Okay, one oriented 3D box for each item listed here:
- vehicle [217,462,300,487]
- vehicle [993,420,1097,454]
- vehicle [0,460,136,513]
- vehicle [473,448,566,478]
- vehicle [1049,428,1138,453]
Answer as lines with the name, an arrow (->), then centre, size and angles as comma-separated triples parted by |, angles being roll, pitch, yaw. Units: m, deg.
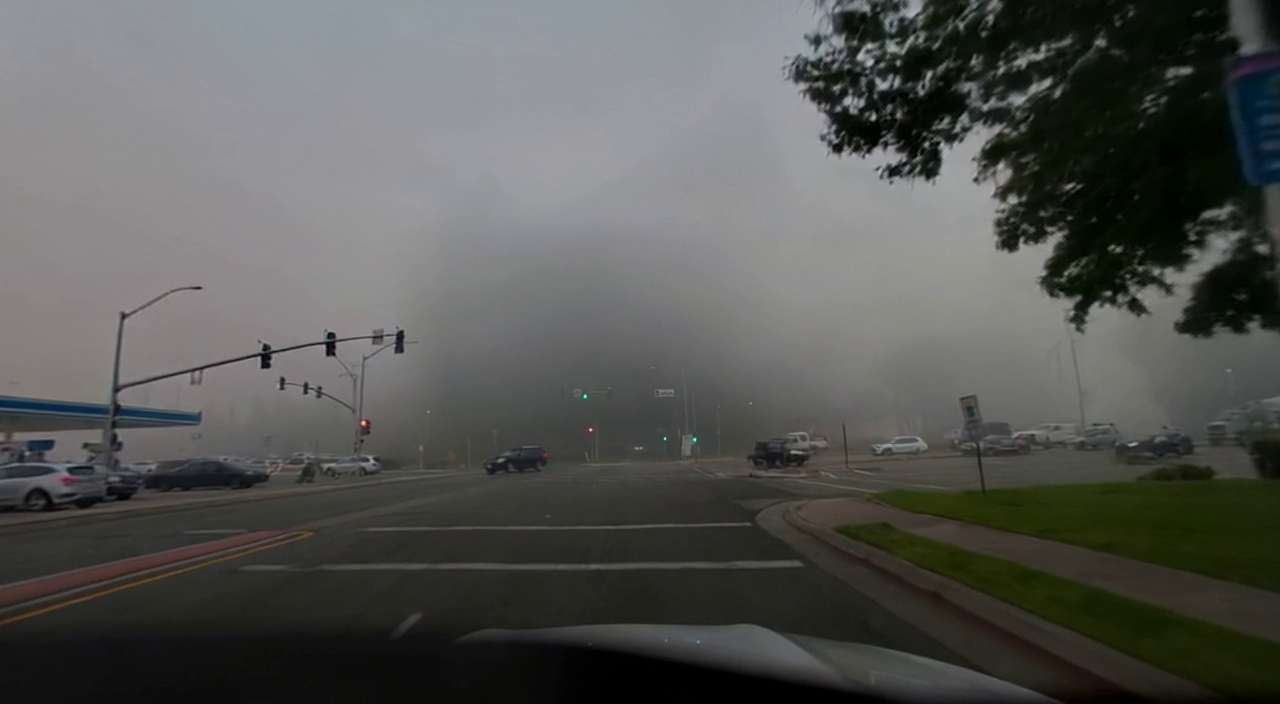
vehicle -> -25.595, 8.221, 42.450 | 4.407, 1.565, 1.861 | 0, -9, 3
vehicle -> 30.570, 6.429, 47.805 | 6.052, 2.171, 2.511 | -3, -8, -2
vehicle -> -19.348, 4.235, 20.156 | 4.758, 1.542, 1.941 | 0, -9, -2
vehicle -> -6.568, 6.065, 34.907 | 1.920, 1.496, 4.763 | -8, -12, 43
vehicle -> 30.357, 5.956, 42.341 | 4.286, 1.519, 2.070 | -2, -9, 0
